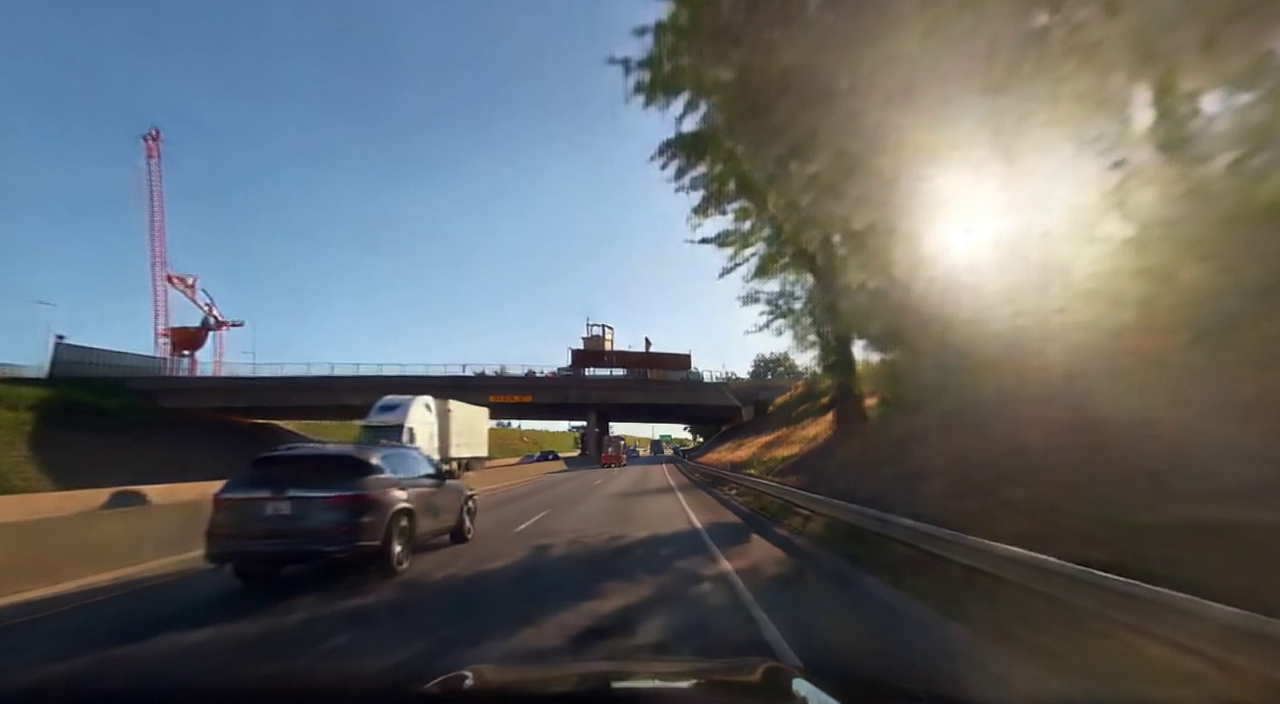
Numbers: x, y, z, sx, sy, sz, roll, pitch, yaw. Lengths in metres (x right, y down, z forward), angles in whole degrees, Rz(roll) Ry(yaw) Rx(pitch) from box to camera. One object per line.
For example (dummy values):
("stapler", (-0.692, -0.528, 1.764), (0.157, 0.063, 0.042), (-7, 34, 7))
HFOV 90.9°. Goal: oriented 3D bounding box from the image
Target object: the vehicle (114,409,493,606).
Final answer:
("vehicle", (-3.332, 1.629, 7.405), (2.194, 1.648, 3.984), (0, -9, 0))
